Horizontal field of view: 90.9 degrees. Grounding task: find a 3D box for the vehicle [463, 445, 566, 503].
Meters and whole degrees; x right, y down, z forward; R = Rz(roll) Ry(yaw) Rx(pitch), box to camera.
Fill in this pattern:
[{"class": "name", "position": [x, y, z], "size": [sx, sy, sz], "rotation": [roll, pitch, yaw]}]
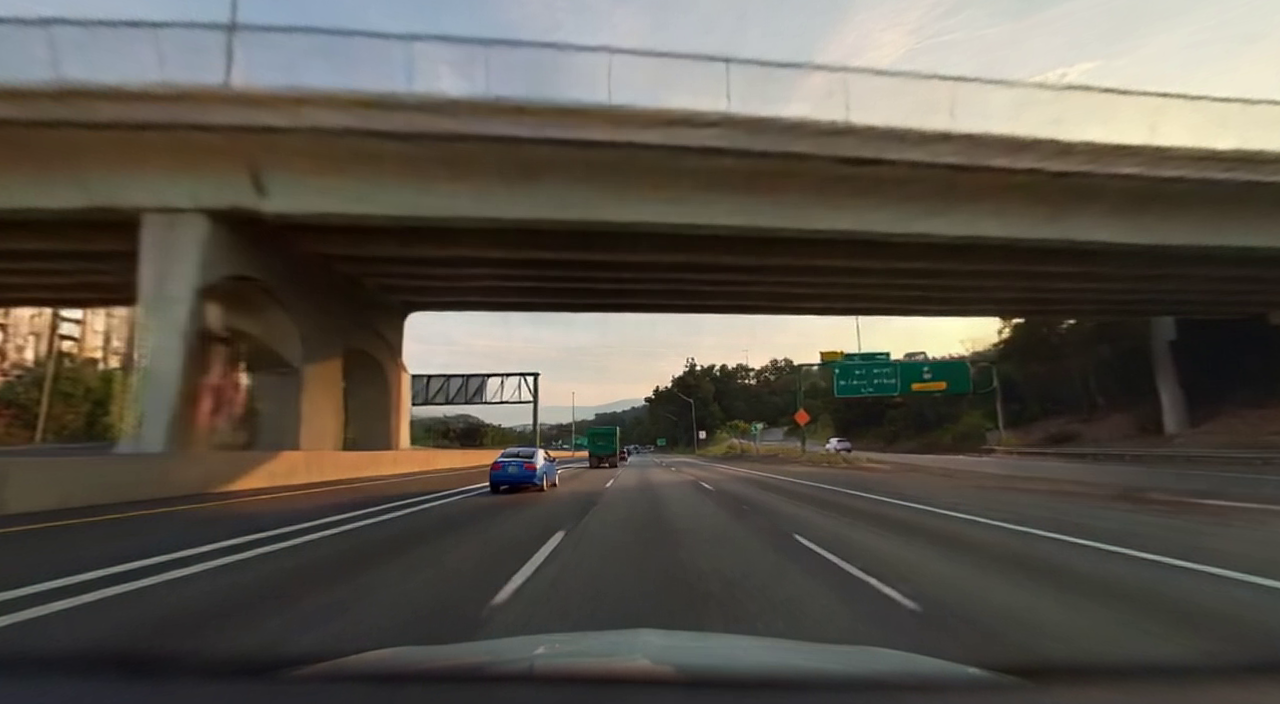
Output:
[{"class": "vehicle", "position": [-3.522, 3.506, 18.573], "size": [2.039, 1.478, 4.483], "rotation": [0, -9, 1]}]
